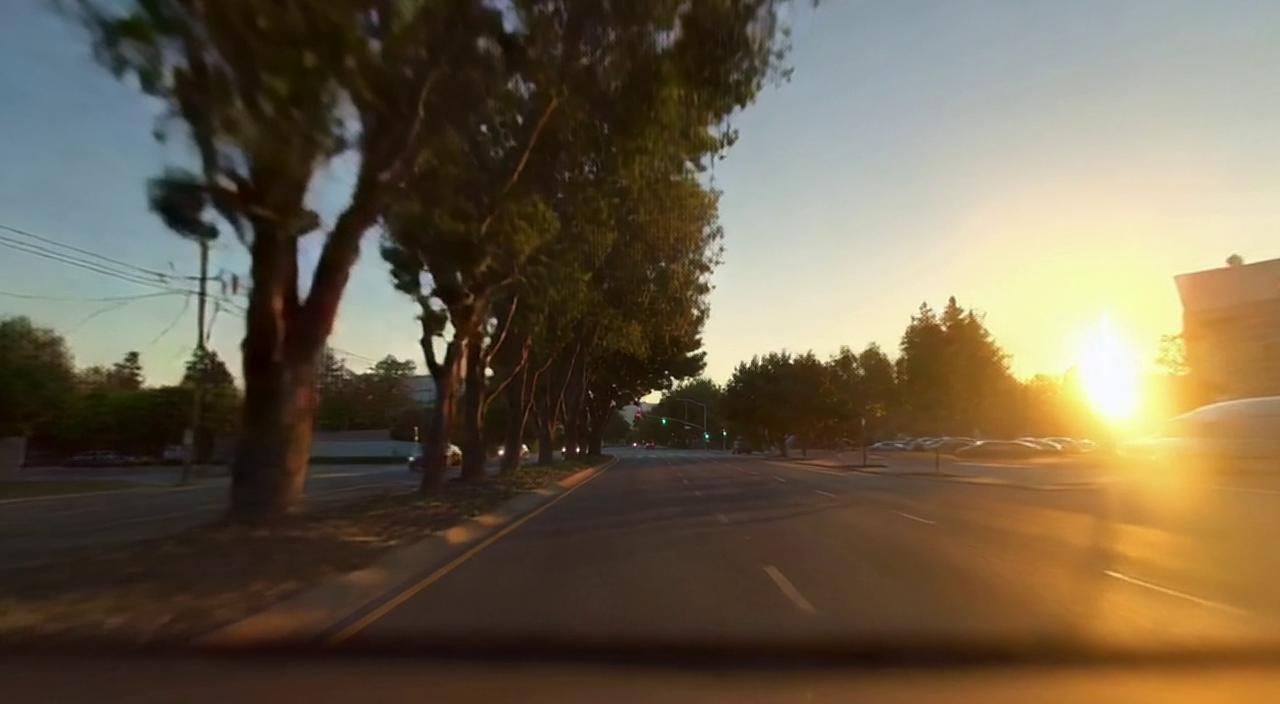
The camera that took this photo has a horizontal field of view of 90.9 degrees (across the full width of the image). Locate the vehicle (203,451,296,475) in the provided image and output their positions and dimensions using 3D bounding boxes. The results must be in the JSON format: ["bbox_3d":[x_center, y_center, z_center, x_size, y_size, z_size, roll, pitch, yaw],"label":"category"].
[{"bbox_3d":[-25.120,7.152,40.620,4.663,1.464,1.906,0,-8,-1],"label":"vehicle"}]

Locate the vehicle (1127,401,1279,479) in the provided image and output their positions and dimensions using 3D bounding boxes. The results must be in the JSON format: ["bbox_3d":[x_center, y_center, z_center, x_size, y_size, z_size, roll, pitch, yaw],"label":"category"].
[{"bbox_3d":[21.652,3.195,22.859,5.506,2.643,2.681,-1,-8,3],"label":"vehicle"}]

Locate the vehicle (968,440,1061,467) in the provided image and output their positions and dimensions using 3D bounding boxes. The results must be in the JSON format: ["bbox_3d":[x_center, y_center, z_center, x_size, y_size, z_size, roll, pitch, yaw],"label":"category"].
[{"bbox_3d":[21.650,5.862,36.559,4.176,1.490,1.871,0,-8,-3],"label":"vehicle"}]

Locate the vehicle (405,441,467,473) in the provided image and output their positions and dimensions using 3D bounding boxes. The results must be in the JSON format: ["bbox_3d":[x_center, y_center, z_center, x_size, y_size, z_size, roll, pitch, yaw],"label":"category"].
[{"bbox_3d":[-11.890,6.150,37.130,2.056,1.763,4.629,0,-8,1],"label":"vehicle"}]
